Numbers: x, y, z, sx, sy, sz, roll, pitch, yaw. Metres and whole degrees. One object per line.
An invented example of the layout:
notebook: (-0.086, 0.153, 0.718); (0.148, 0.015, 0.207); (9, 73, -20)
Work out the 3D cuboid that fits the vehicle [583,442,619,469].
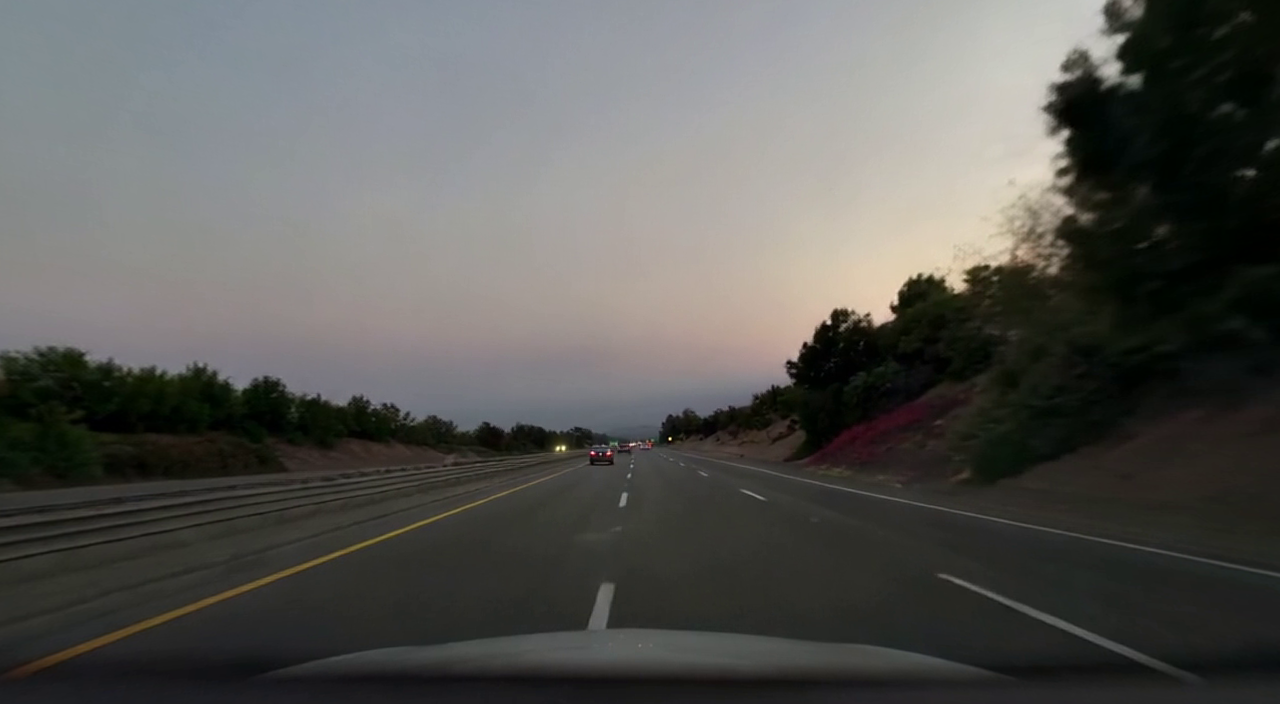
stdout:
vehicle: (-2.264, 6.162, 37.691); (1.991, 1.475, 4.302); (0, -8, -1)
